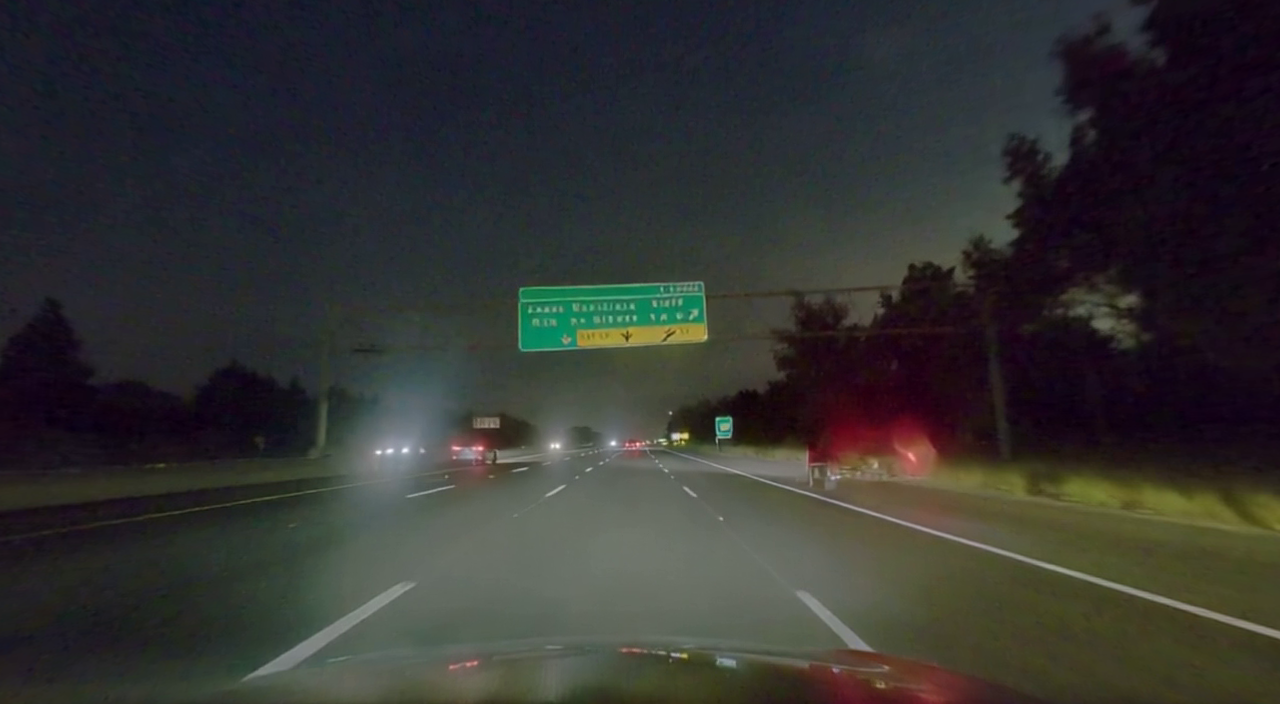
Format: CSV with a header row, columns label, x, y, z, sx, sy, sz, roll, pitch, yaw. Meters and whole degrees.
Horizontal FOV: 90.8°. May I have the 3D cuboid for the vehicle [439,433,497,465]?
label,x,y,z,sx,sy,sz,roll,pitch,yaw
vehicle,-11.141,6.300,41.262,2.270,1.936,5.190,0,-8,0
